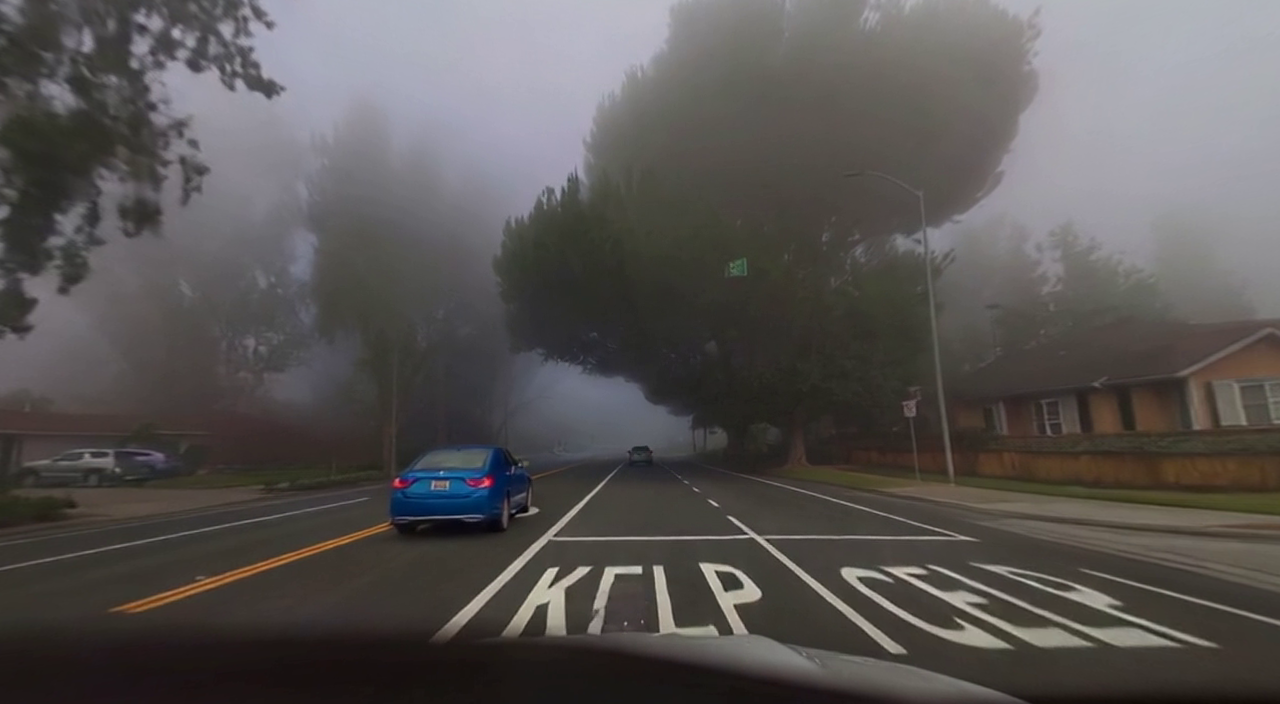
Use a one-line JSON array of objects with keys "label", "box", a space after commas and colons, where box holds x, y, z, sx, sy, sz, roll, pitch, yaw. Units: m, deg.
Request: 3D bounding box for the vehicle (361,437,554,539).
[{"label": "vehicle", "box": [-3.043, 2.390, 11.864, 2.158, 1.469, 4.909, 0, -8, 0]}]

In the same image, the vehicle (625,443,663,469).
[{"label": "vehicle", "box": [0.240, 6.436, 39.318, 2.226, 1.505, 4.128, 0, -8, 0]}]

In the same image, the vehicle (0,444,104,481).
[{"label": "vehicle", "box": [-29.287, 5.462, 31.356, 1.838, 1.685, 3.766, 0, -8, 0]}]

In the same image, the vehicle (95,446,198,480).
[{"label": "vehicle", "box": [-23.821, 5.359, 30.626, 1.894, 1.508, 3.783, 0, -8, 0]}]

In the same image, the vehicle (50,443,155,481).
[{"label": "vehicle", "box": [-26.367, 5.366, 31.082, 1.919, 1.701, 3.695, 0, -8, -2]}]
